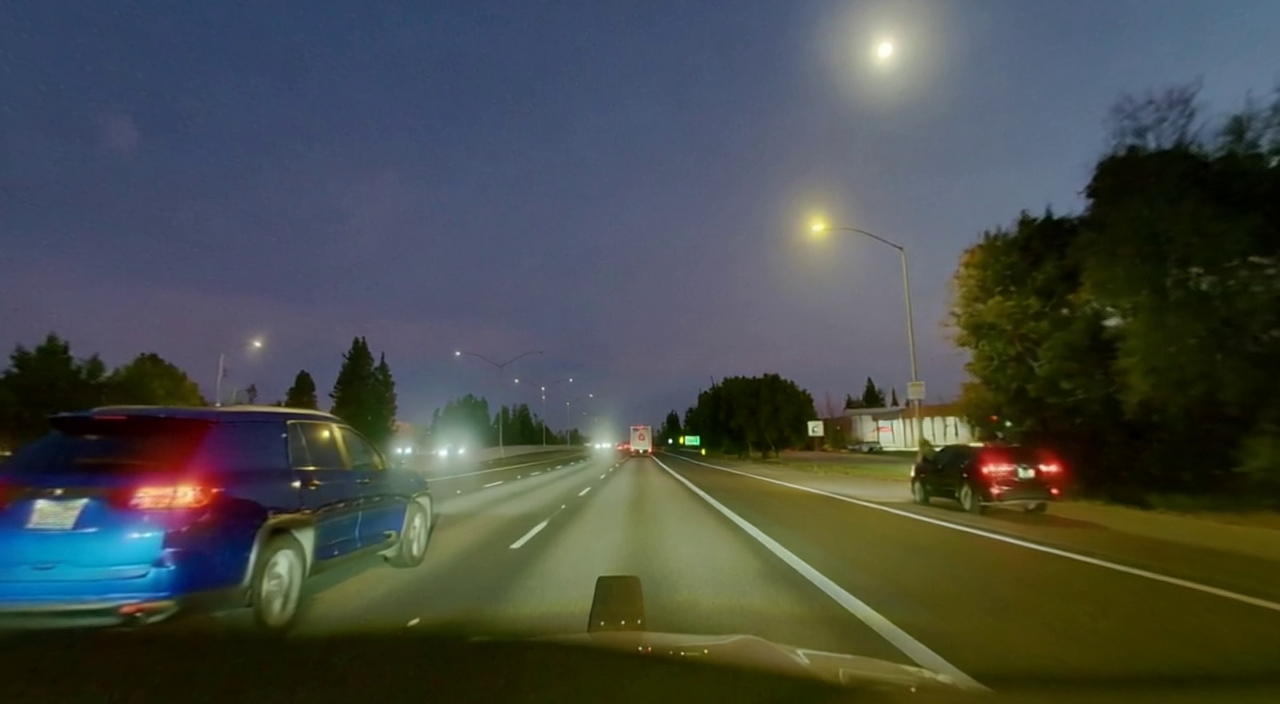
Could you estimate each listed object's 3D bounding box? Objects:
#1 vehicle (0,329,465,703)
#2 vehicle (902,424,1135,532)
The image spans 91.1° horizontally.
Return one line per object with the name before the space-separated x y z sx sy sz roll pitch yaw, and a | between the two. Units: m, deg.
vehicle | -3.253 1.164 5.190 2.178 1.826 4.933 0 -9 0
vehicle | 6.856 2.301 12.040 1.958 1.681 4.109 0 -9 2
